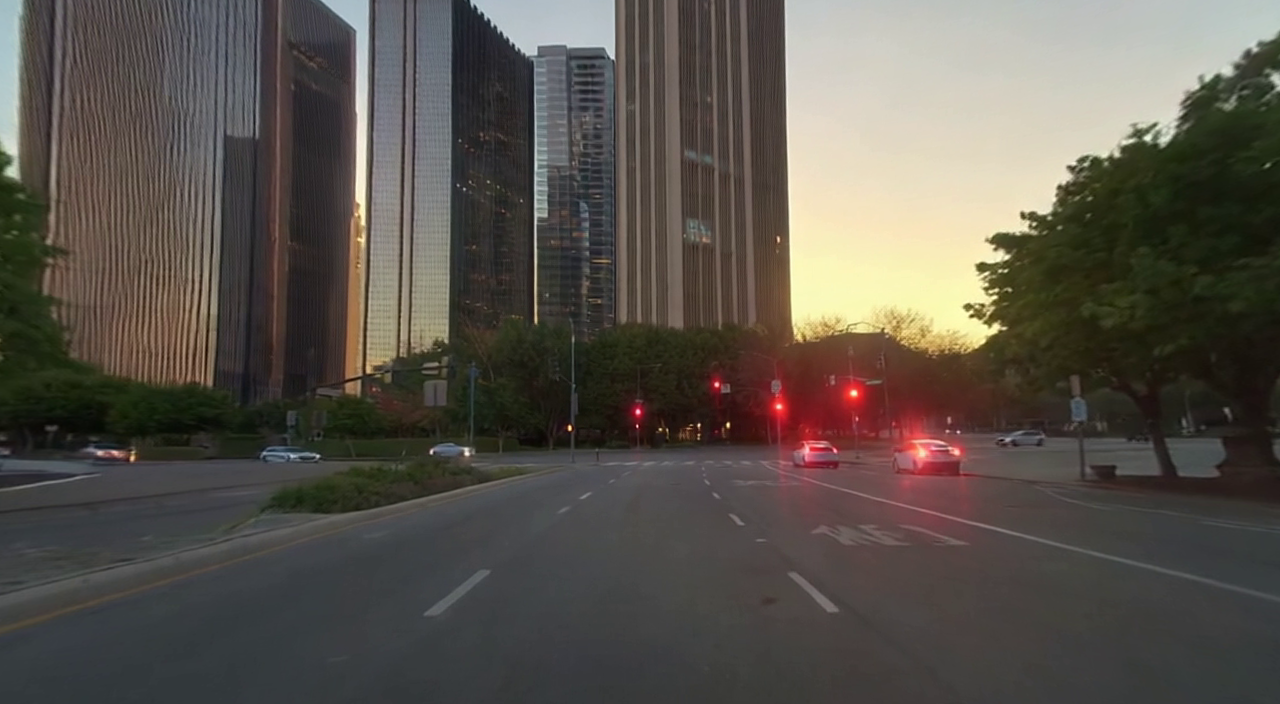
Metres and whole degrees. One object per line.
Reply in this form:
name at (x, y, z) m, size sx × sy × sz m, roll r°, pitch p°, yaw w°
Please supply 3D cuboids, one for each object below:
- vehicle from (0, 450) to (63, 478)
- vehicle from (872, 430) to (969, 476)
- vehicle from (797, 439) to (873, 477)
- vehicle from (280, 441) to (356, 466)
vehicle at (-34.672, 6.099, 34.470) m, size 4.417 × 1.448 × 1.907 m, roll 0°, pitch -9°, yaw 0°
vehicle at (11.919, 4.336, 27.274) m, size 2.027 × 1.810 × 4.854 m, roll 0°, pitch -9°, yaw 1°
vehicle at (8.361, 4.570, 27.615) m, size 1.936 × 1.489 × 4.885 m, roll -1°, pitch -9°, yaw 2°
vehicle at (-25.027, 7.900, 49.213) m, size 4.779 × 1.910 × 2.125 m, roll -1°, pitch -9°, yaw 7°
